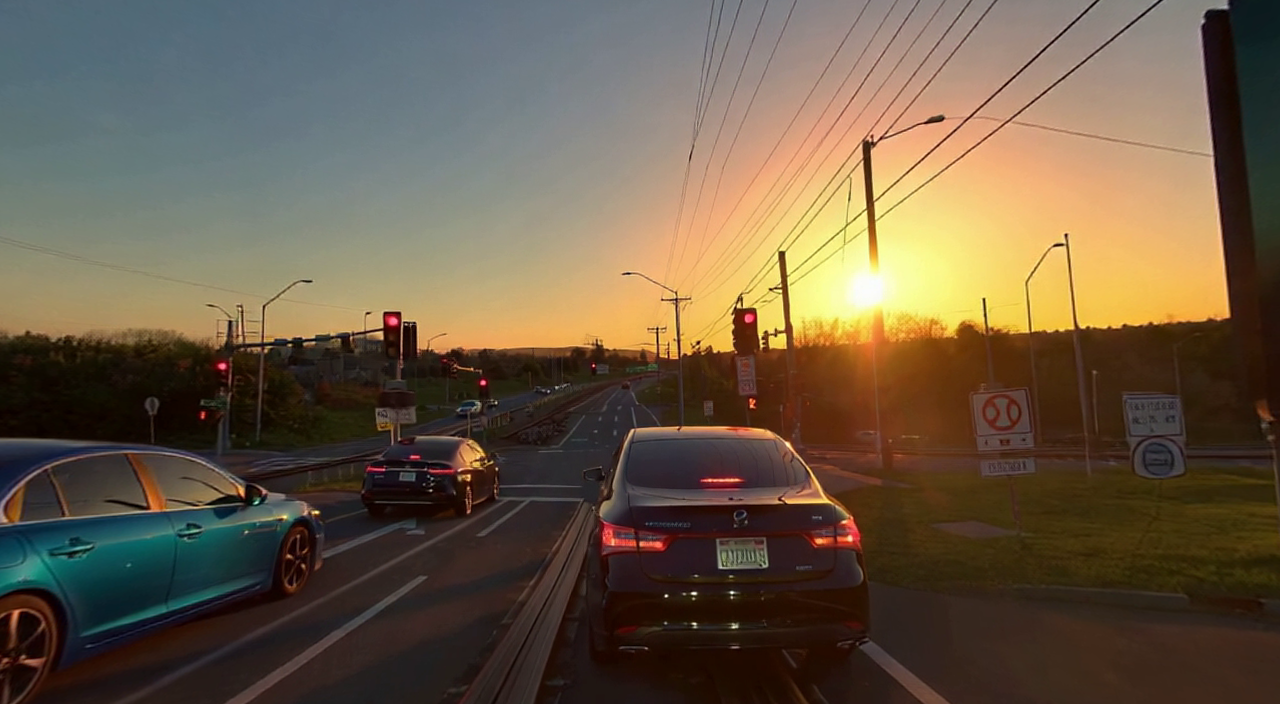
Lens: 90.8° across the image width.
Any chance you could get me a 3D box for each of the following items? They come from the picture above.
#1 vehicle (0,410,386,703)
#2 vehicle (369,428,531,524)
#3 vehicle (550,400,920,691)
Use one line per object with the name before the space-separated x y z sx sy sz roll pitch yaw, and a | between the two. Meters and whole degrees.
vehicle | -3.709 1.252 4.444 1.956 1.468 4.585 0 -9 0
vehicle | -3.356 2.267 12.072 1.984 1.505 4.047 0 -9 -2
vehicle | 0.404 1.327 5.441 1.998 1.529 3.960 1 -9 -3
